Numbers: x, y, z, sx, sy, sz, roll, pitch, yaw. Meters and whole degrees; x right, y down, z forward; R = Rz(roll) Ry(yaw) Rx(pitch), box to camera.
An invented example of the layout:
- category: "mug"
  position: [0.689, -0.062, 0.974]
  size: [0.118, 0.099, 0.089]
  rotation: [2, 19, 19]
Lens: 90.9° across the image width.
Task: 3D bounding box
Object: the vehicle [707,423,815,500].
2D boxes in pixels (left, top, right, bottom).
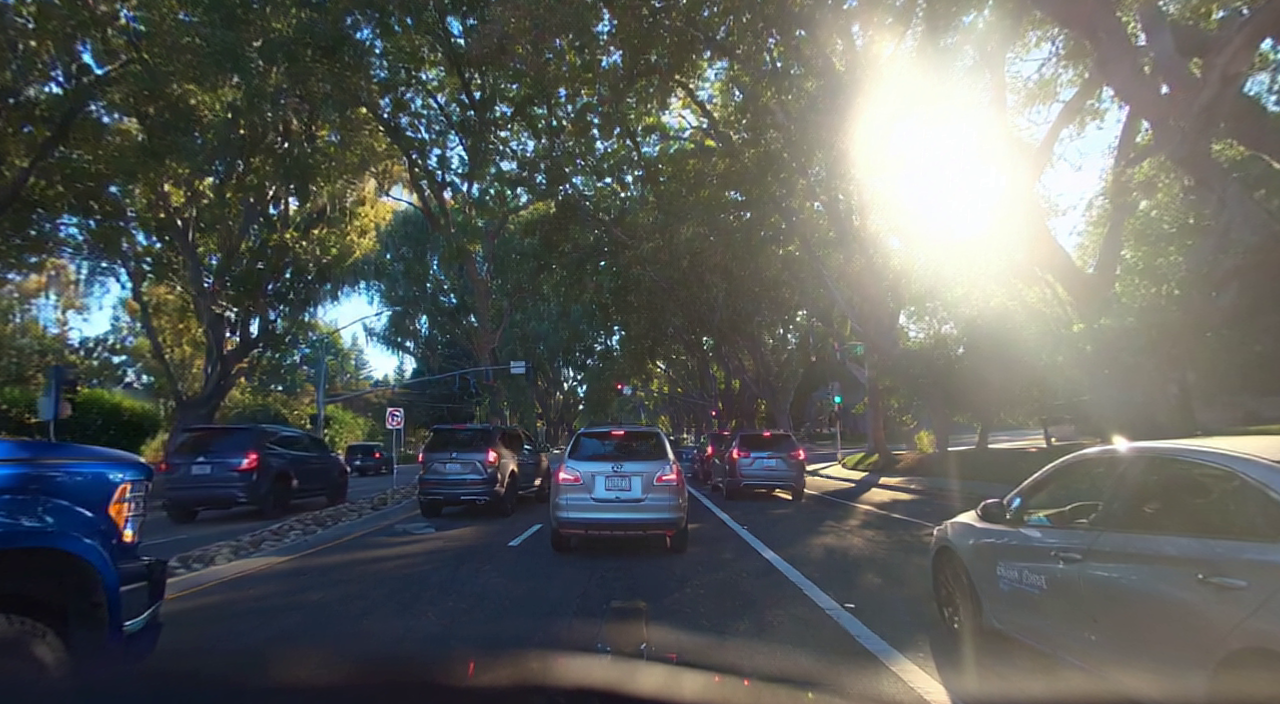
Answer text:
- category: "vehicle"
  position: [3.170, 2.992, 17.614]
  size: [2.102, 1.841, 4.587]
  rotation: [0, -8, 0]

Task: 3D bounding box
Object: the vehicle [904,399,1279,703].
- category: "vehicle"
  position: [3.018, 0.968, 2.525]
  size: [1.874, 1.477, 4.698]
  rotation: [0, -8, 0]

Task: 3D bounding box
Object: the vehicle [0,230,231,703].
- category: "vehicle"
  position: [-3.475, 0.349, 0.301]
  size: [2.656, 2.021, 5.800]
  rotation: [0, -8, 0]

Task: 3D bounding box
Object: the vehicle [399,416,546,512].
- category: "vehicle"
  position: [-3.632, 2.525, 14.666]
  size: [2.089, 1.857, 4.488]
  rotation: [0, -8, 1]

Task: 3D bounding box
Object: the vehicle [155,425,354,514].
- category: "vehicle"
  position: [-8.390, 2.574, 14.375]
  size: [2.122, 1.653, 4.807]
  rotation: [1, -9, -9]

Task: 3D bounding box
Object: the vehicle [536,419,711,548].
- category: "vehicle"
  position: [-0.222, 1.939, 9.874]
  size: [2.194, 1.607, 3.690]
  rotation: [0, -8, 0]
